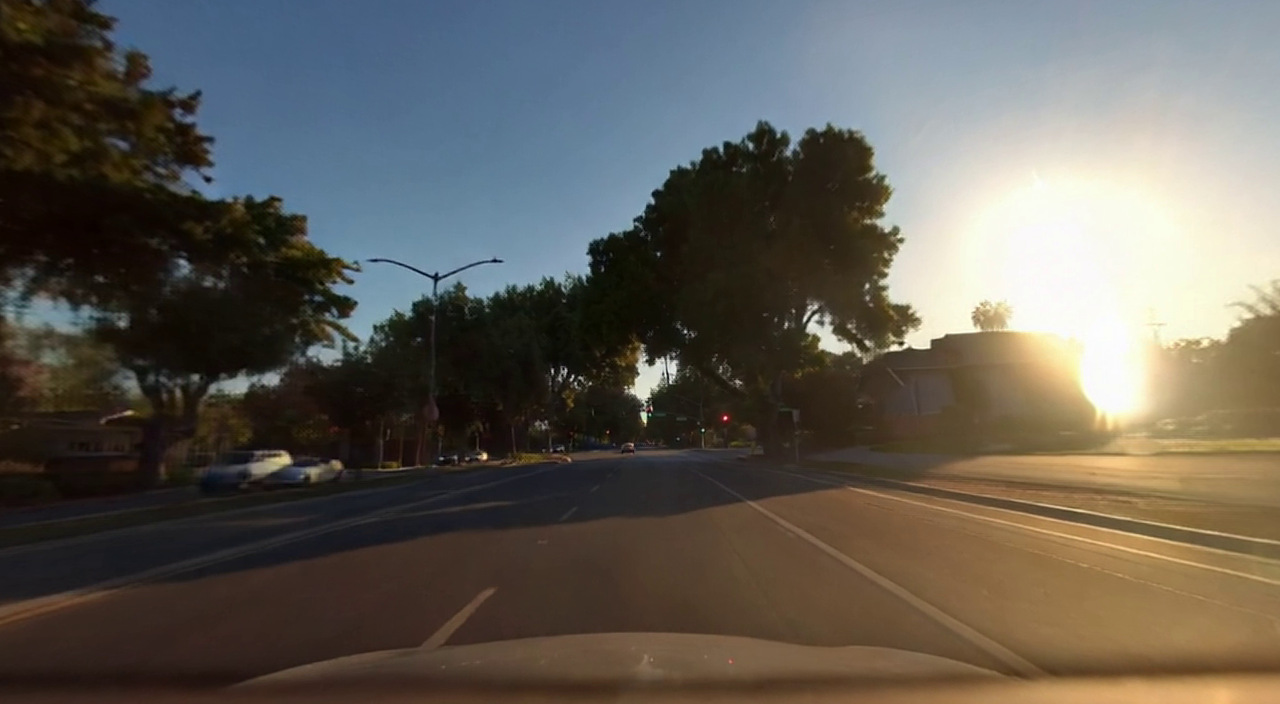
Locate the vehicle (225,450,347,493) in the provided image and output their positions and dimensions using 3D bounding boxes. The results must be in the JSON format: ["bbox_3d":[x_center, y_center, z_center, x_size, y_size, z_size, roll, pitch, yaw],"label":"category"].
[{"bbox_3d":[-13.313,4.487,24.064,1.954,1.457,4.516,-1,-9,1],"label":"vehicle"}]
